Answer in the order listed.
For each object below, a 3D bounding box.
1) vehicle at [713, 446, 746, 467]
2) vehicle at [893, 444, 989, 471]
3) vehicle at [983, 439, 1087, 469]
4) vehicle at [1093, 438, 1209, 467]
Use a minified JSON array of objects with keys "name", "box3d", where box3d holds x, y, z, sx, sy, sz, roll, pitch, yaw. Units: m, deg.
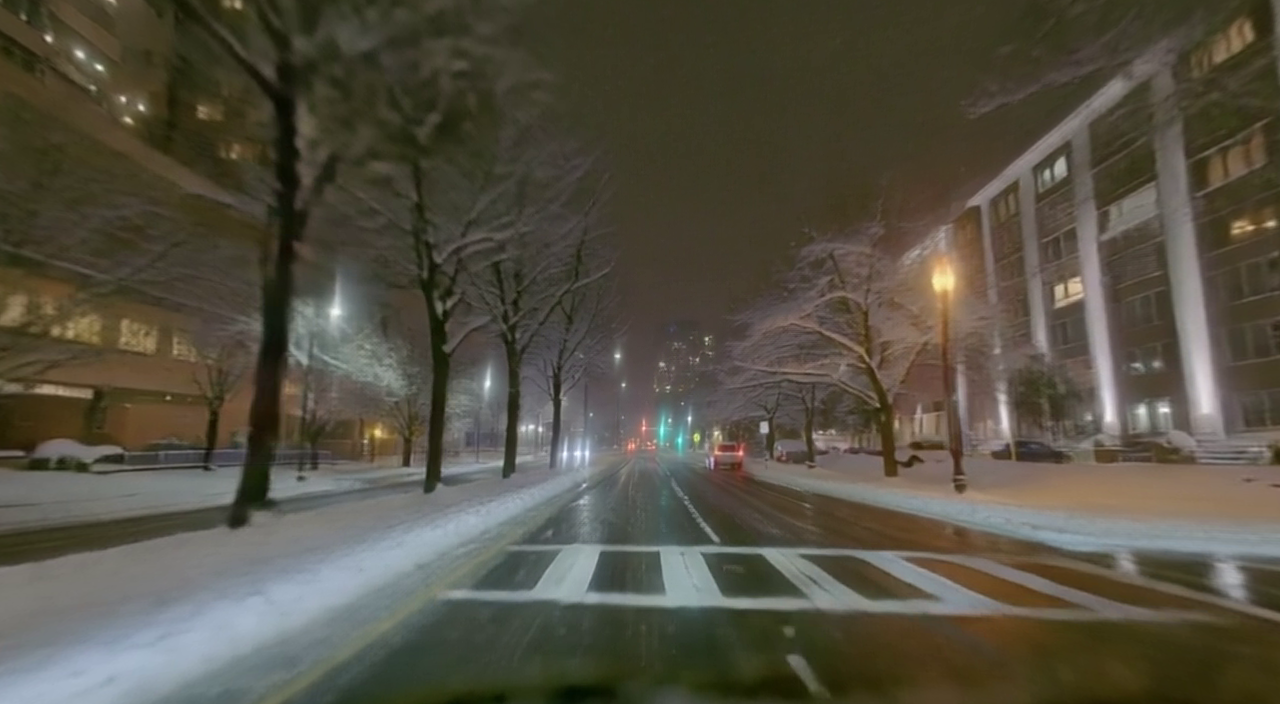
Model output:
[{"name":"vehicle","box3d":[6.915,8.098,49.135,1.948,1.511,4.623,0,-9,1]},{"name":"vehicle","box3d":[16.323,5.716,34.304,4.276,1.397,1.786,0,-9,1]},{"name":"vehicle","box3d":[21.244,5.462,33.998,4.333,1.491,1.744,-1,-8,1]},{"name":"vehicle","box3d":[27.415,5.392,33.889,4.560,1.444,1.929,-1,-8,-1]}]
